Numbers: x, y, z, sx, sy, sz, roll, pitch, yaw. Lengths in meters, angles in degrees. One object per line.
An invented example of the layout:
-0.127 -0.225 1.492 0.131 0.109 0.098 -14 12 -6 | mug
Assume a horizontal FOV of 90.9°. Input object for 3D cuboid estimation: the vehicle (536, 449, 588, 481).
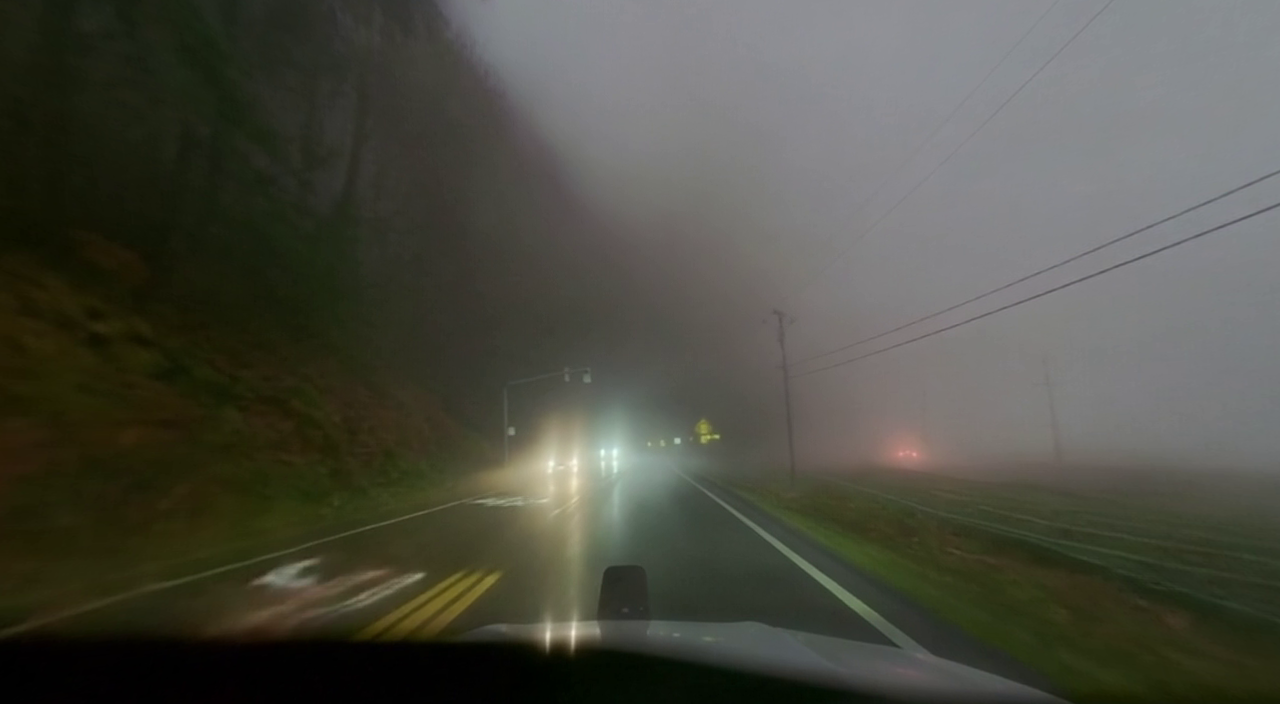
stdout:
-3.766 5.564 31.199 2.002 1.420 3.948 -1 -8 1 | vehicle
